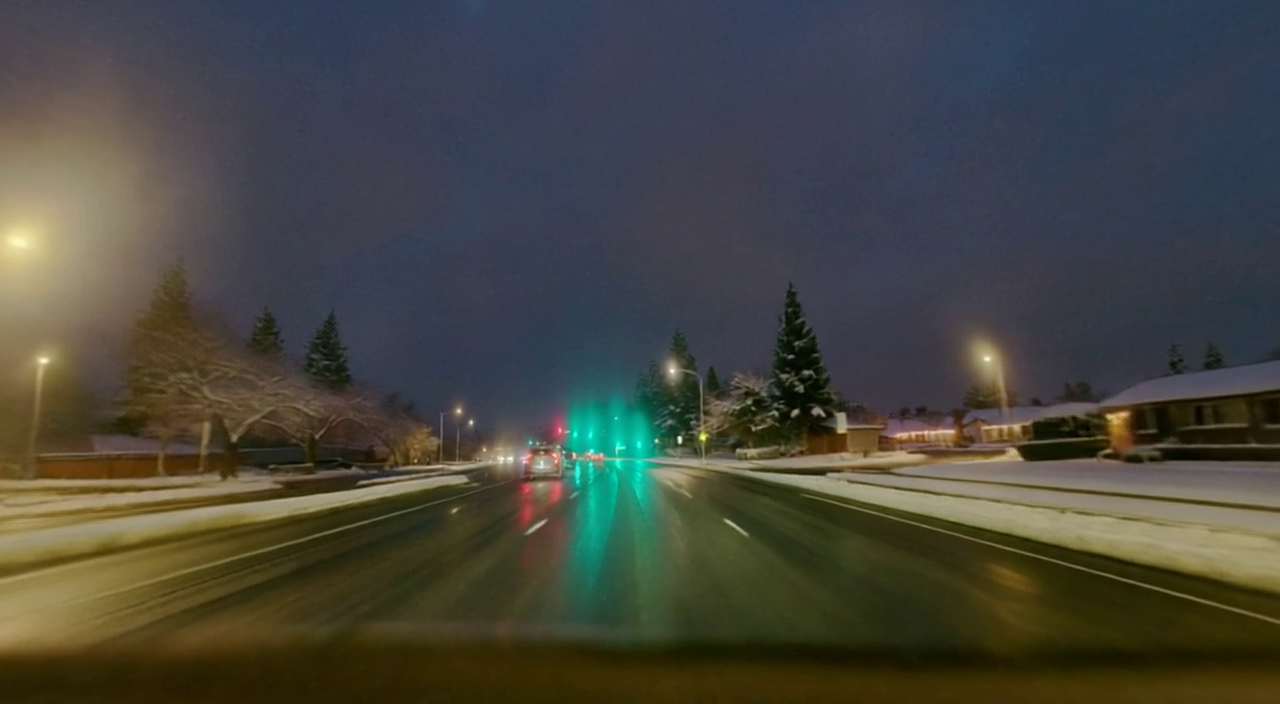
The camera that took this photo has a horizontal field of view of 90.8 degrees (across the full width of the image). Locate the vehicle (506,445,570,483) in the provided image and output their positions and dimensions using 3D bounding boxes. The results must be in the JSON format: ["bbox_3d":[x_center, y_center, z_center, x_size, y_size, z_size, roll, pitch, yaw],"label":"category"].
[{"bbox_3d":[-4.211,4.684,26.834,2.108,1.475,4.555,0,-8,-2],"label":"vehicle"}]
